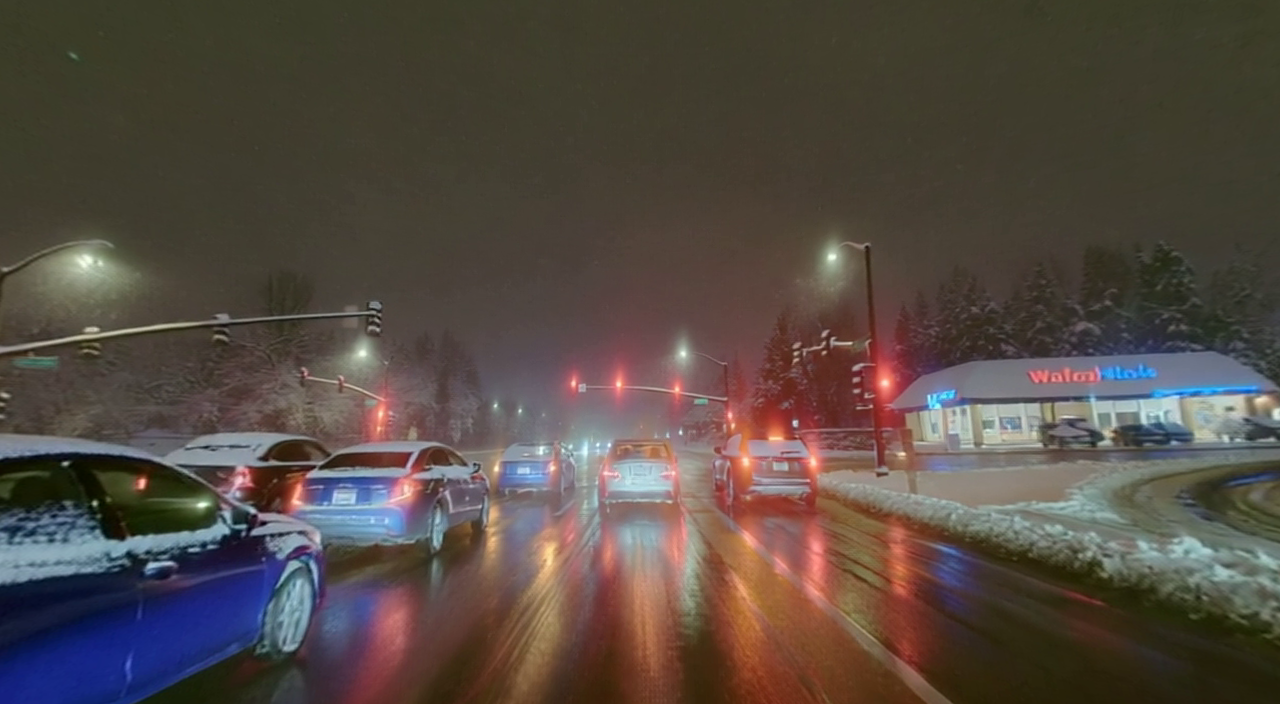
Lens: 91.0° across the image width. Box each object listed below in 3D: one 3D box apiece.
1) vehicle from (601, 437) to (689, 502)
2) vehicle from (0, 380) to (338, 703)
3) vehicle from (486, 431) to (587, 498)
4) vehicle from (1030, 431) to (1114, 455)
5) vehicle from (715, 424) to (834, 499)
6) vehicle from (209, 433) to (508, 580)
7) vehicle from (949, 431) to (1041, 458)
[{"bbox_3d":[0.142,3.037,16.655,2.032,1.499,3.994,0,-9,1],"label":"vehicle"},{"bbox_3d":[-3.077,0.786,1.471,2.249,1.517,4.951,0,-9,1],"label":"vehicle"},{"bbox_3d":[-2.823,3.197,18.182,2.072,1.694,4.070,0,-9,2],"label":"vehicle"},{"bbox_3d":[30.582,6.473,44.681,4.432,1.680,1.932,0,-9,2],"label":"vehicle"},{"bbox_3d":[3.352,2.856,16.689,2.076,1.691,4.402,0,-9,-2],"label":"vehicle"},{"bbox_3d":[-3.331,1.911,8.633,2.014,1.472,4.357,0,-9,1],"label":"vehicle"},{"bbox_3d":[23.336,6.097,41.496,4.781,1.700,1.986,0,-9,1],"label":"vehicle"}]
